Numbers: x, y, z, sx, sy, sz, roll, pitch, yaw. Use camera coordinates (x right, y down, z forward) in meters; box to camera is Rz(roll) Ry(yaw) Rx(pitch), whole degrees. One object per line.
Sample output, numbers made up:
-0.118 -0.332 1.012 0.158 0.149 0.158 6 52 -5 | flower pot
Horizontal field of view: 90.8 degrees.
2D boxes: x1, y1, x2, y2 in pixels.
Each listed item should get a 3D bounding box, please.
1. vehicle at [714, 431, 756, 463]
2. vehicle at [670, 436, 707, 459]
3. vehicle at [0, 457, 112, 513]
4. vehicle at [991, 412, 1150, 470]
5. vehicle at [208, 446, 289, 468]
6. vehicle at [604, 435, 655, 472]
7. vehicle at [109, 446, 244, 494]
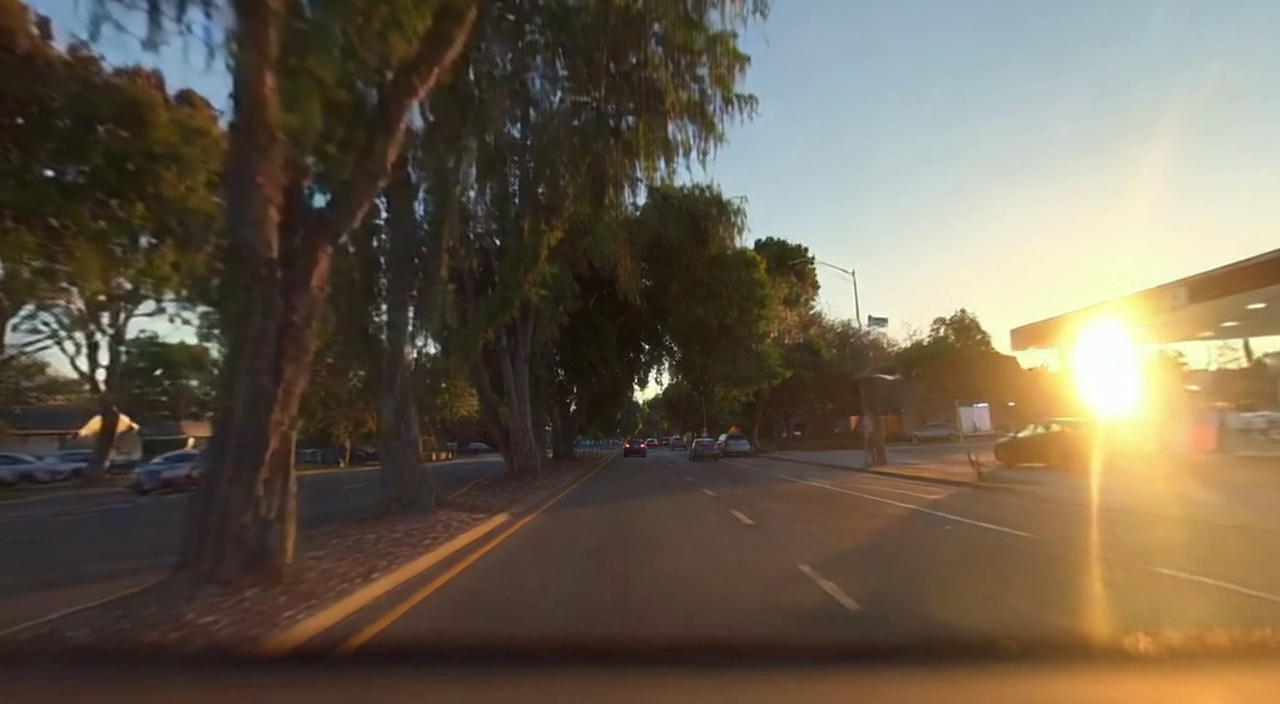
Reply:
5.701 5.599 37.278 2.117 1.757 4.969 -2 -8 12 | vehicle
3.308 6.659 44.112 2.124 1.476 4.730 0 -8 -1 | vehicle
-18.769 3.962 19.038 1.797 1.461 4.536 0 -8 0 | vehicle
15.355 3.253 22.990 2.368 1.868 4.724 0 -8 -1 | vehicle
-27.549 7.403 44.550 4.413 1.451 1.882 0 -8 0 | vehicle
-0.437 4.412 27.750 2.052 1.488 3.779 0 -8 0 | vehicle
-18.785 4.745 25.930 2.004 1.758 4.594 0 -8 0 | vehicle
